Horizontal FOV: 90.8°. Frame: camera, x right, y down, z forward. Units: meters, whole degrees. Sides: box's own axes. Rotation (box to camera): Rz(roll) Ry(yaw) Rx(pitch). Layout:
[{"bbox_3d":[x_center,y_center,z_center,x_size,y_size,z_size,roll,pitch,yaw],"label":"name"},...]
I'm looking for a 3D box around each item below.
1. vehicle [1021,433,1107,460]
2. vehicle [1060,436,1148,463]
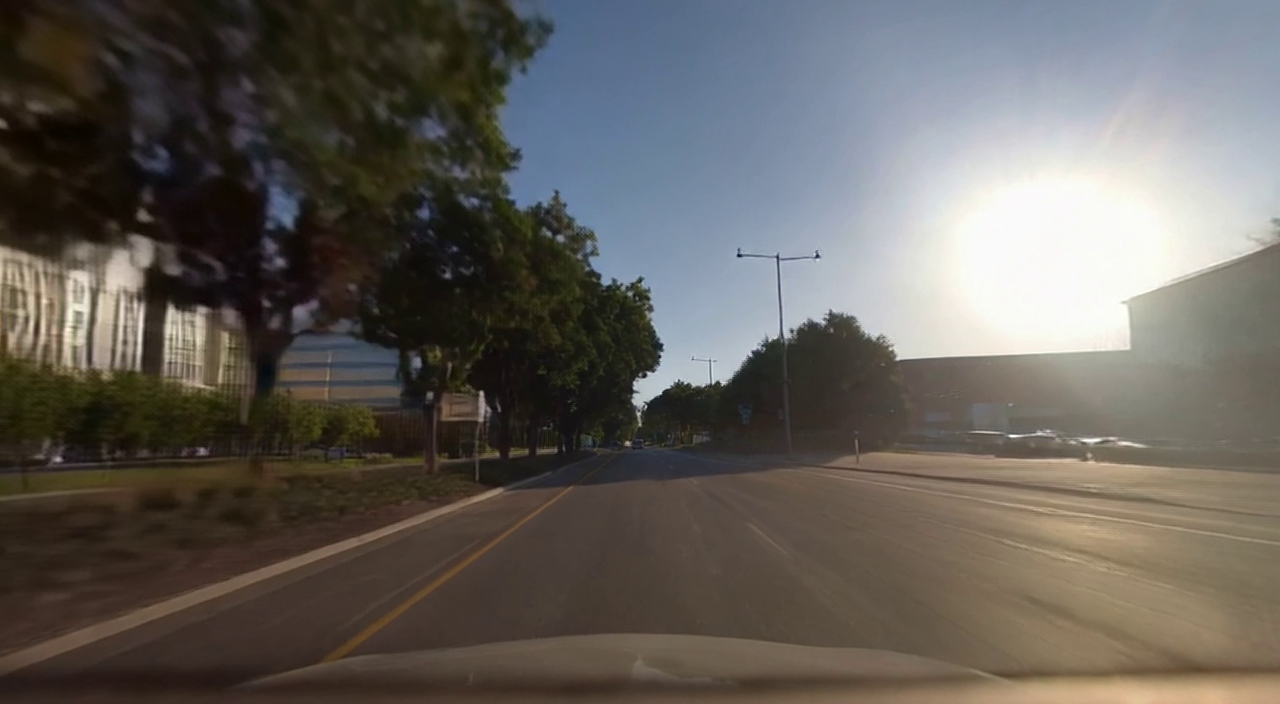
[{"bbox_3d":[30.434,6.767,45.425,4.633,1.754,2.017,-2,-8,1],"label":"vehicle"},{"bbox_3d":[31.320,6.567,42.743,4.279,1.743,2.003,0,-8,5],"label":"vehicle"}]
